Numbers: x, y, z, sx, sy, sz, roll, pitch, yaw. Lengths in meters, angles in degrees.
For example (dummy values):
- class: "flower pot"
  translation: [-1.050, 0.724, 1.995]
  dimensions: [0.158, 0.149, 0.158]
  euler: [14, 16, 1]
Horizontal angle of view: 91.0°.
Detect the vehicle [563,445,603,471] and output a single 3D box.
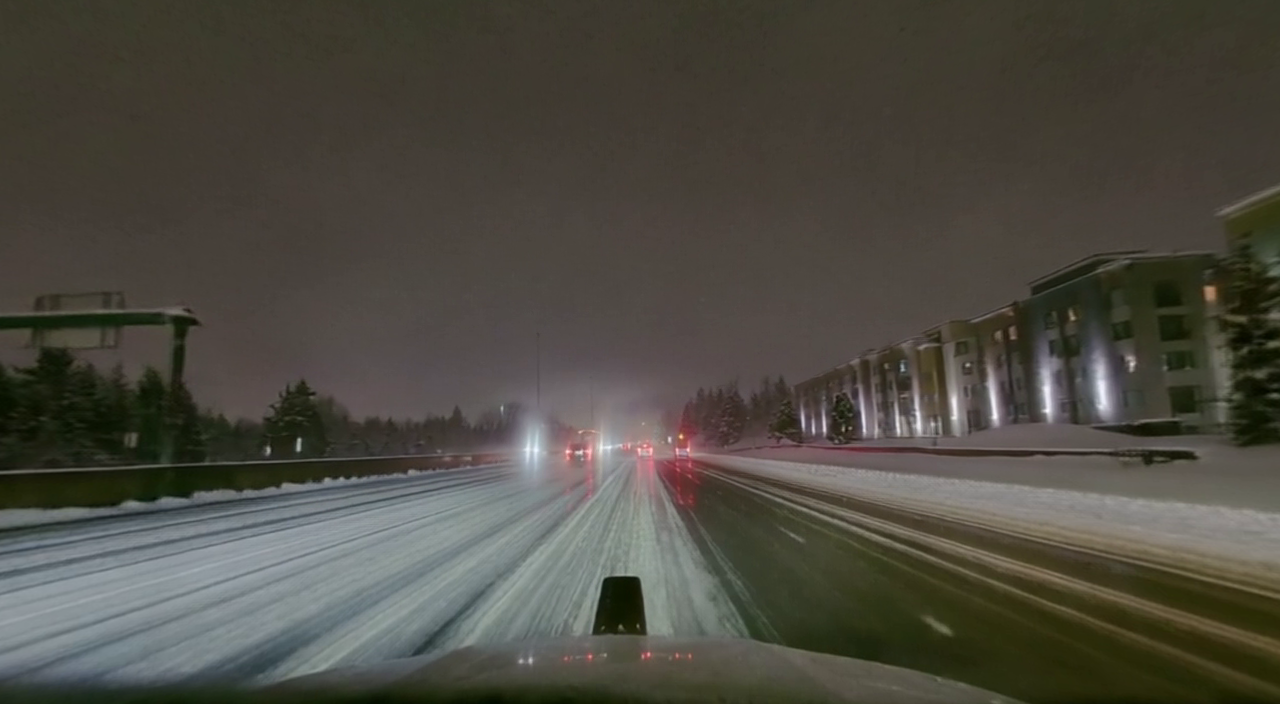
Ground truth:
- class: "vehicle"
  translation: [-3.639, 6.889, 41.147]
  dimensions: [2.195, 1.630, 4.336]
  euler: [0, -9, 0]
